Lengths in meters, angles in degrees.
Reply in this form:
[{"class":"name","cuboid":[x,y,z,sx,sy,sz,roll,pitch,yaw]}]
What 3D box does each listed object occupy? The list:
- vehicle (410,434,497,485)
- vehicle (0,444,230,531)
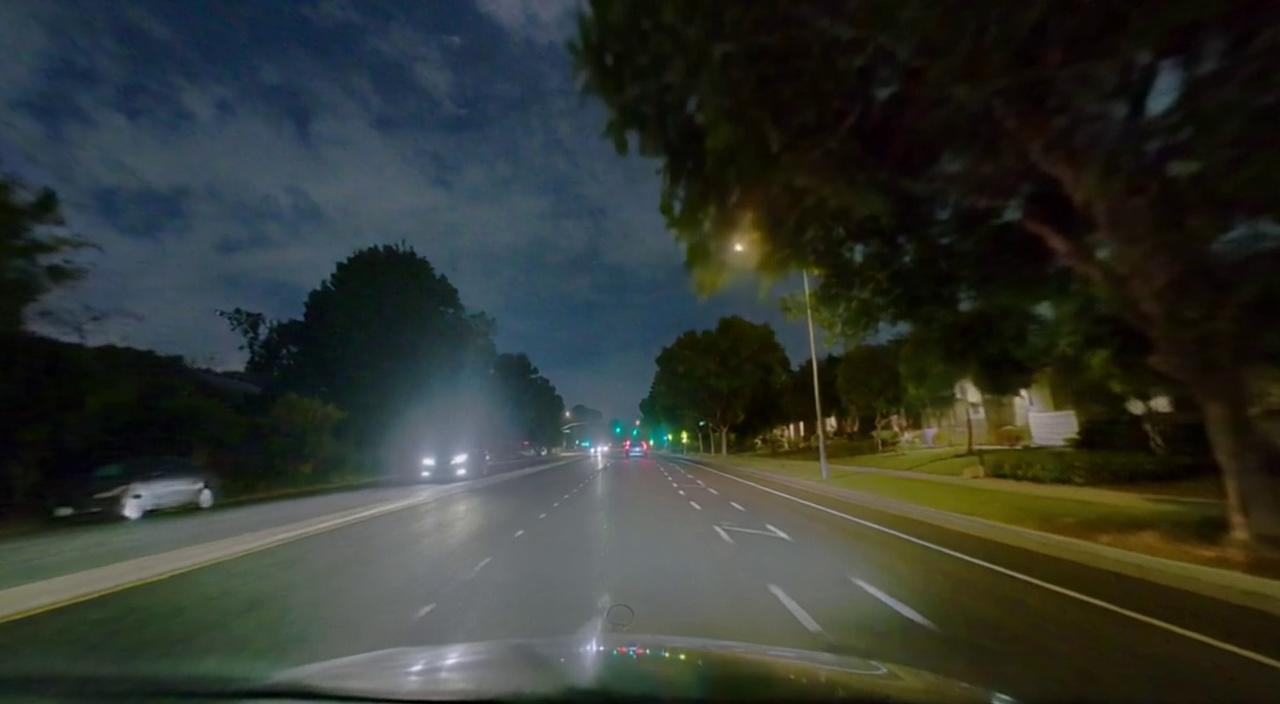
[{"class":"vehicle","cuboid":[-7.147,4.150,24.668,2.082,1.789,4.387,0,-8,-1]},{"class":"vehicle","cuboid":[-12.310,3.068,14.996,2.098,1.740,4.449,0,-8,-1]}]
